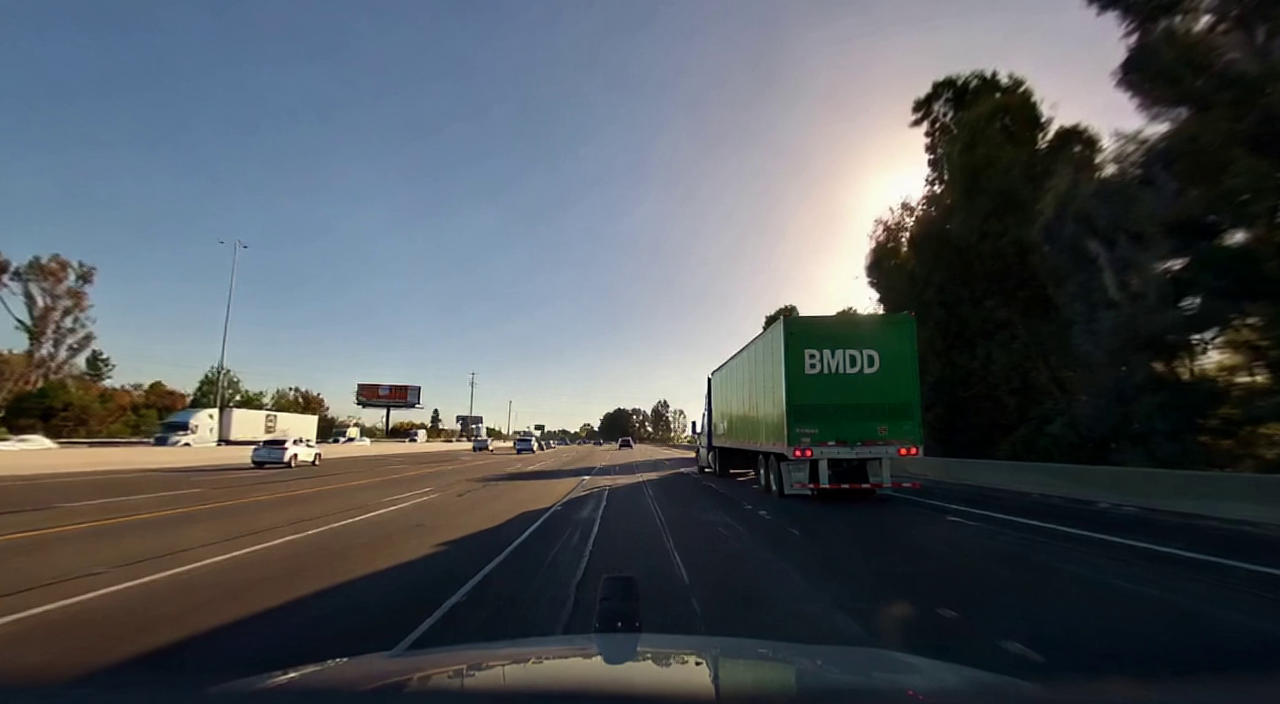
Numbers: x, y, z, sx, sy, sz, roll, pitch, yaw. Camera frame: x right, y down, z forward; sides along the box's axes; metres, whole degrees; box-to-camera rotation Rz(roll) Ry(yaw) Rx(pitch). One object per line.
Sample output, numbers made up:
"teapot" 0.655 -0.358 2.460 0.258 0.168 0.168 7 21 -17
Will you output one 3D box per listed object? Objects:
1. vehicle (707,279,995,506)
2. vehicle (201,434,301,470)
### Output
"vehicle" 4.400 1.750 18.428 2.891 3.944 15.051 0 -8 -2
"vehicle" -18.282 4.711 29.969 1.913 1.540 4.540 0 -8 -1
